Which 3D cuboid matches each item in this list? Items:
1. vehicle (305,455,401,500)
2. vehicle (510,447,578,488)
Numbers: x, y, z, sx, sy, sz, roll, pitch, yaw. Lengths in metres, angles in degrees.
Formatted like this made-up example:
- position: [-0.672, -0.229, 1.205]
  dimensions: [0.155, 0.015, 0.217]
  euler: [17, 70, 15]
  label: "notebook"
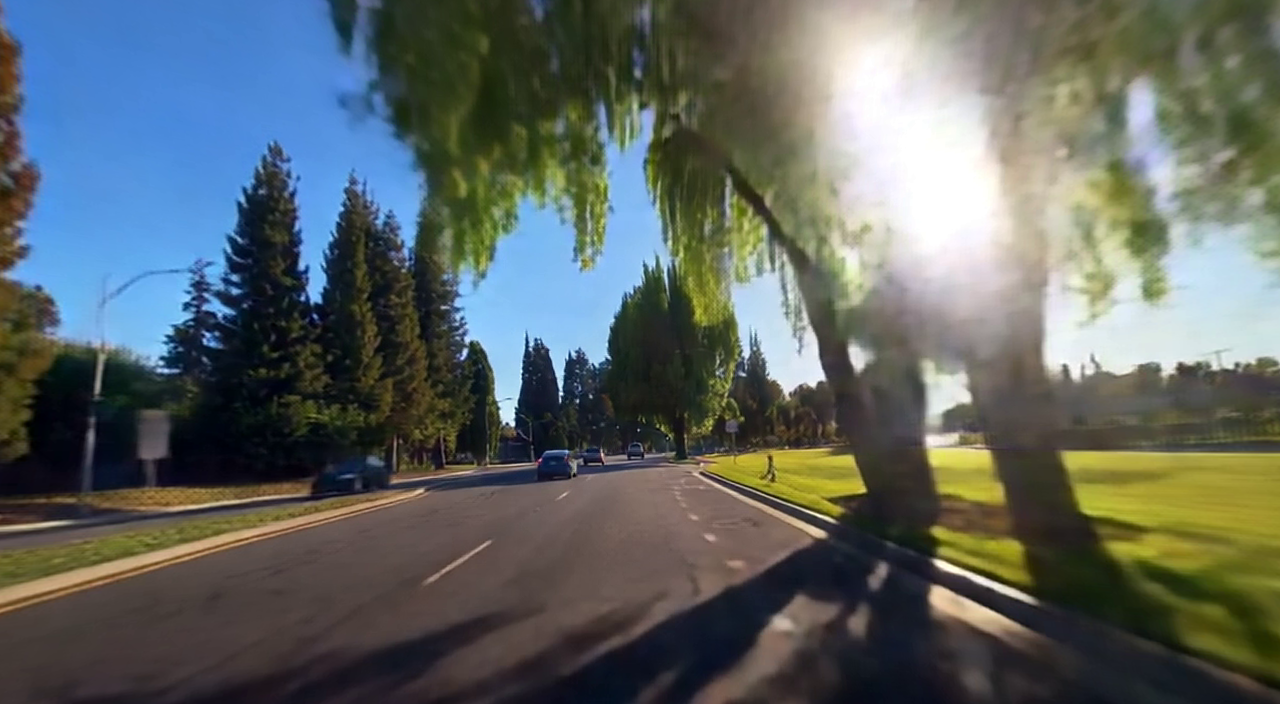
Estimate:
- position: [-11.899, 5.192, 26.546]
  dimensions: [1.988, 1.660, 4.317]
  euler: [0, -9, 0]
  label: "vehicle"
- position: [-3.622, 4.408, 24.527]
  dimensions: [1.932, 1.431, 4.144]
  euler: [0, -9, 1]
  label: "vehicle"
